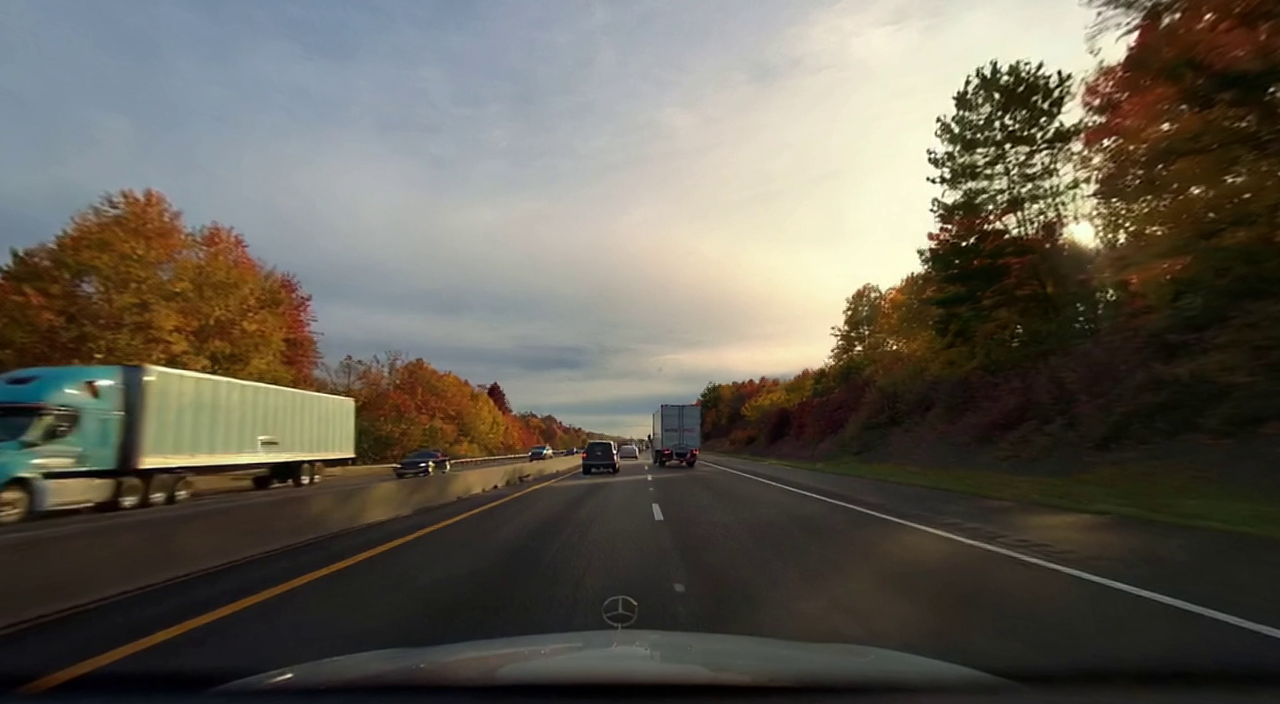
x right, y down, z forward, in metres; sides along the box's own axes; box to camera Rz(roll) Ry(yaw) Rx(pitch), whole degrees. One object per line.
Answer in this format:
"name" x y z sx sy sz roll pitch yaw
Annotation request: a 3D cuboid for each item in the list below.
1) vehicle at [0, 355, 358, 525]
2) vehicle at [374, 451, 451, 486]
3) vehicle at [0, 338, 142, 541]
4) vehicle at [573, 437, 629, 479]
"vehicle" -14.960 3.191 22.426 2.946 4.111 14.152 -1 -9 1
"vehicle" -10.860 5.568 30.263 1.958 1.503 4.696 -1 -9 0
"vehicle" -15.105 2.068 14.580 2.924 4.285 4.614 -1 -9 0
"vehicle" -1.646 4.697 27.904 2.151 1.693 4.201 -1 -9 1
